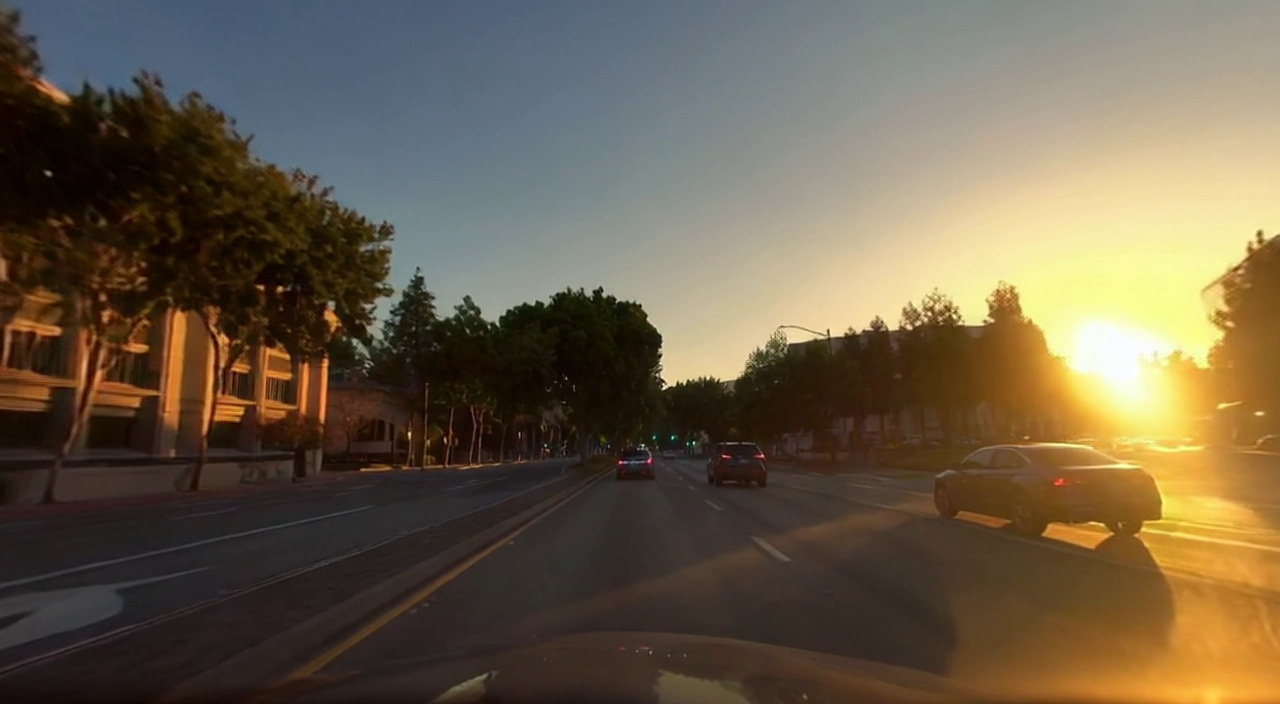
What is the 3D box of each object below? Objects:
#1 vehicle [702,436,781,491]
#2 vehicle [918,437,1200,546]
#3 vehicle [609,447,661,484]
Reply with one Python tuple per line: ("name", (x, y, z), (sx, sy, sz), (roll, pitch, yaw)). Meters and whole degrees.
("vehicle", (3.543, 3.967, 22.834), (2.036, 1.757, 4.300), (0, -9, -1))
("vehicle", (6.760, 2.259, 10.931), (1.868, 1.472, 4.274), (0, -9, -1))
("vehicle", (-0.213, 4.767, 26.849), (2.054, 1.446, 3.969), (0, -9, -1))
